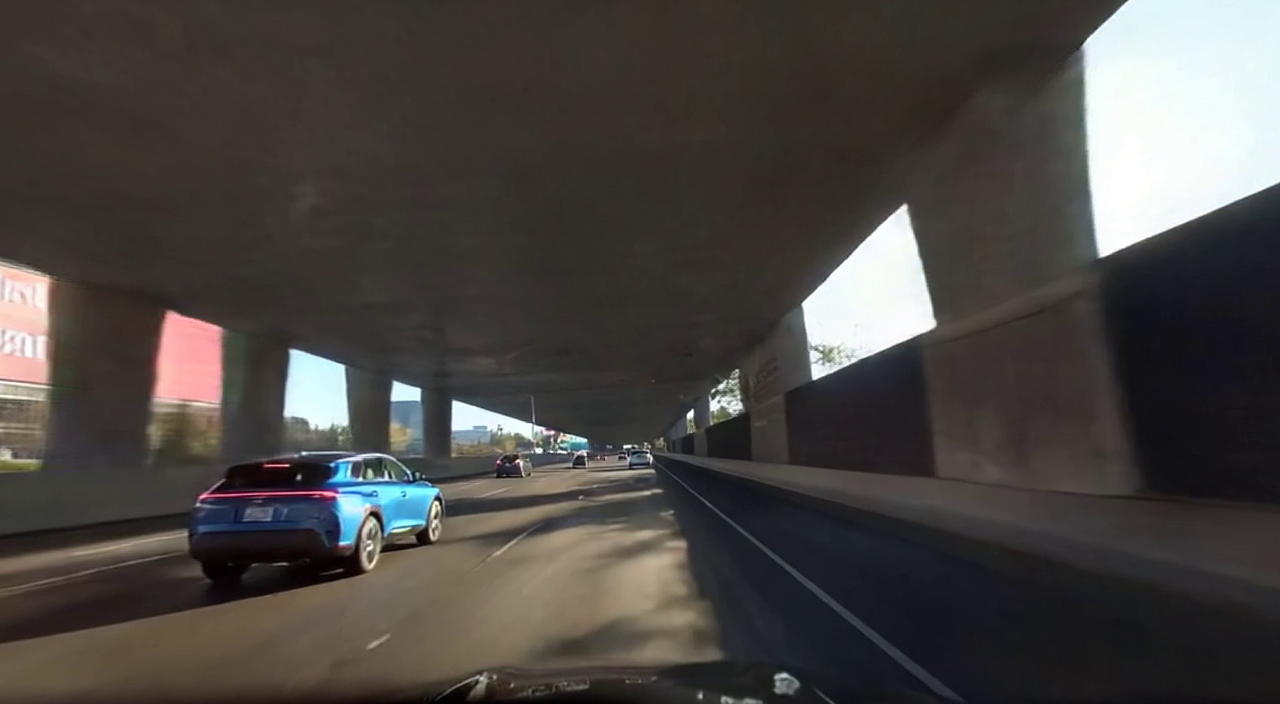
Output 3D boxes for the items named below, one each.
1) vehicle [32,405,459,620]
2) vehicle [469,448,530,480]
[{"bbox_3d":[-3.864,1.645,7.439,2.059,1.725,4.521,0,-9,0],"label":"vehicle"},{"bbox_3d":[-7.186,5.777,32.804,1.998,1.542,4.953,0,-9,1],"label":"vehicle"}]
